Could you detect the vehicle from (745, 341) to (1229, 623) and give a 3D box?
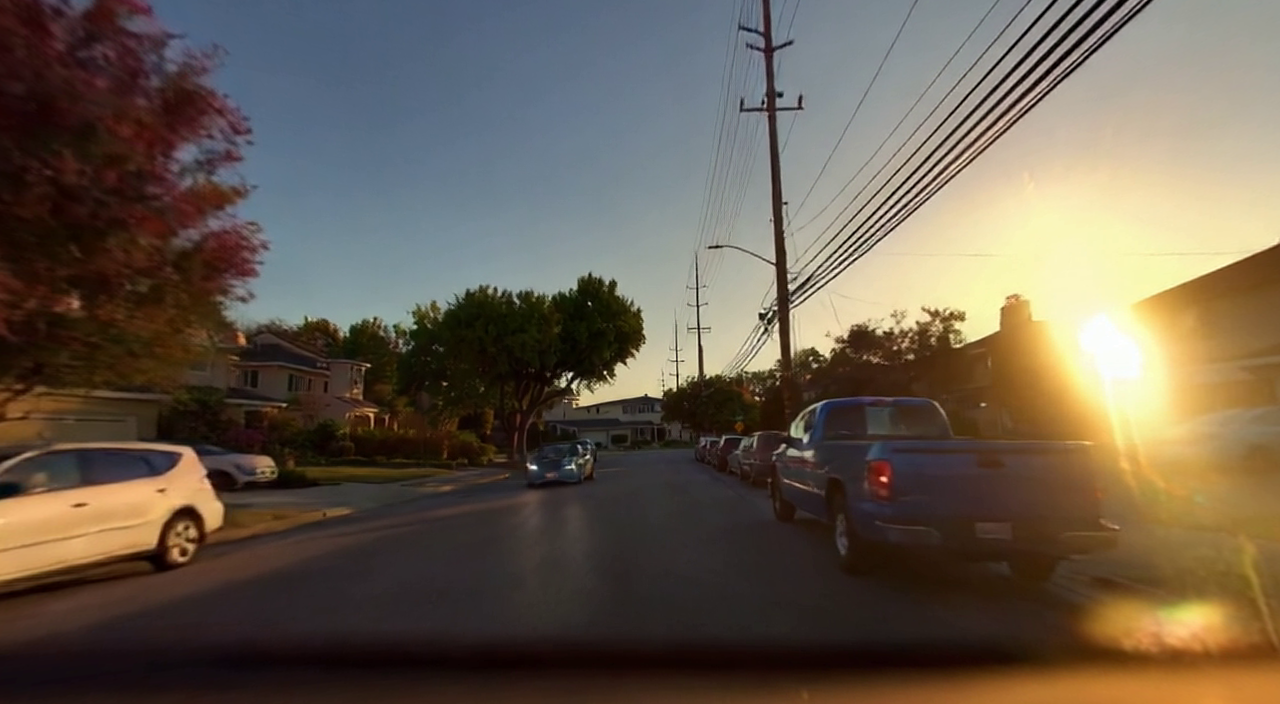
[{"bbox_3d":[3.010,1.385,7.838,2.437,2.015,6.511,0,-8,1],"label":"vehicle"}]

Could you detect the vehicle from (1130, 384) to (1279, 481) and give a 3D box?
[{"bbox_3d":[14.318,1.722,14.109,4.778,1.903,2.205,-3,-8,-1],"label":"vehicle"}]

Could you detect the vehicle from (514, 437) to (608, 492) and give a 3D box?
[{"bbox_3d":[-2.372,3.520,20.215,2.213,1.548,4.370,0,-8,3],"label":"vehicle"}]

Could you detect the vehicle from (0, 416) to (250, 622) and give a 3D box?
[{"bbox_3d":[-6.548,1.619,6.604,1.930,1.784,4.474,0,-8,2],"label":"vehicle"}]
